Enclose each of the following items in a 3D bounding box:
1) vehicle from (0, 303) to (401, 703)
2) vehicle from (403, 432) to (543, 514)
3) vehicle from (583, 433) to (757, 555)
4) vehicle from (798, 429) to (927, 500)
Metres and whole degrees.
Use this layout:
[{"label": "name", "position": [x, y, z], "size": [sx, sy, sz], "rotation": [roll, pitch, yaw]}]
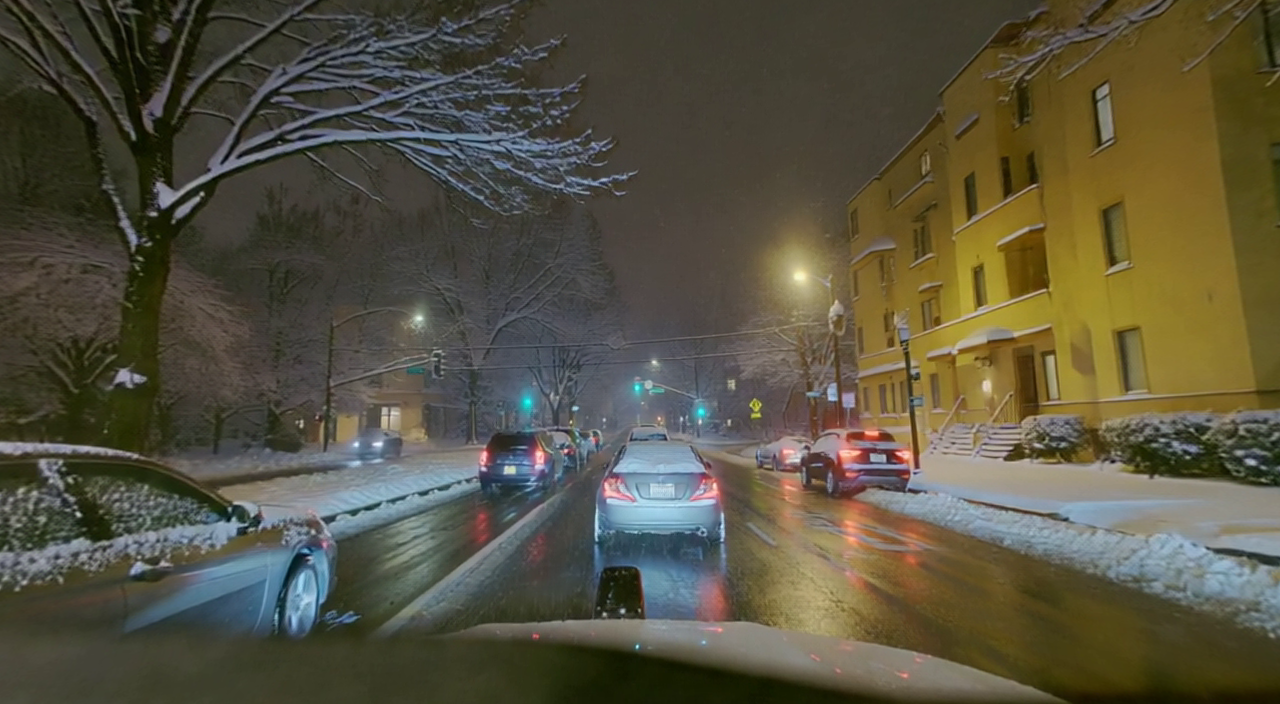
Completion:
[{"label": "vehicle", "position": [-3.268, 0.932, 3.392], "size": [2.152, 1.802, 4.628], "rotation": [0, -9, 0]}, {"label": "vehicle", "position": [-3.506, 2.624, 14.229], "size": [1.901, 1.522, 4.556], "rotation": [0, -9, 0]}, {"label": "vehicle", "position": [0.269, 1.995, 9.574], "size": [2.095, 1.438, 3.843], "rotation": [0, -9, -3]}, {"label": "vehicle", "position": [6.342, 3.250, 18.692], "size": [2.025, 1.808, 4.579], "rotation": [0, -9, -2]}]
